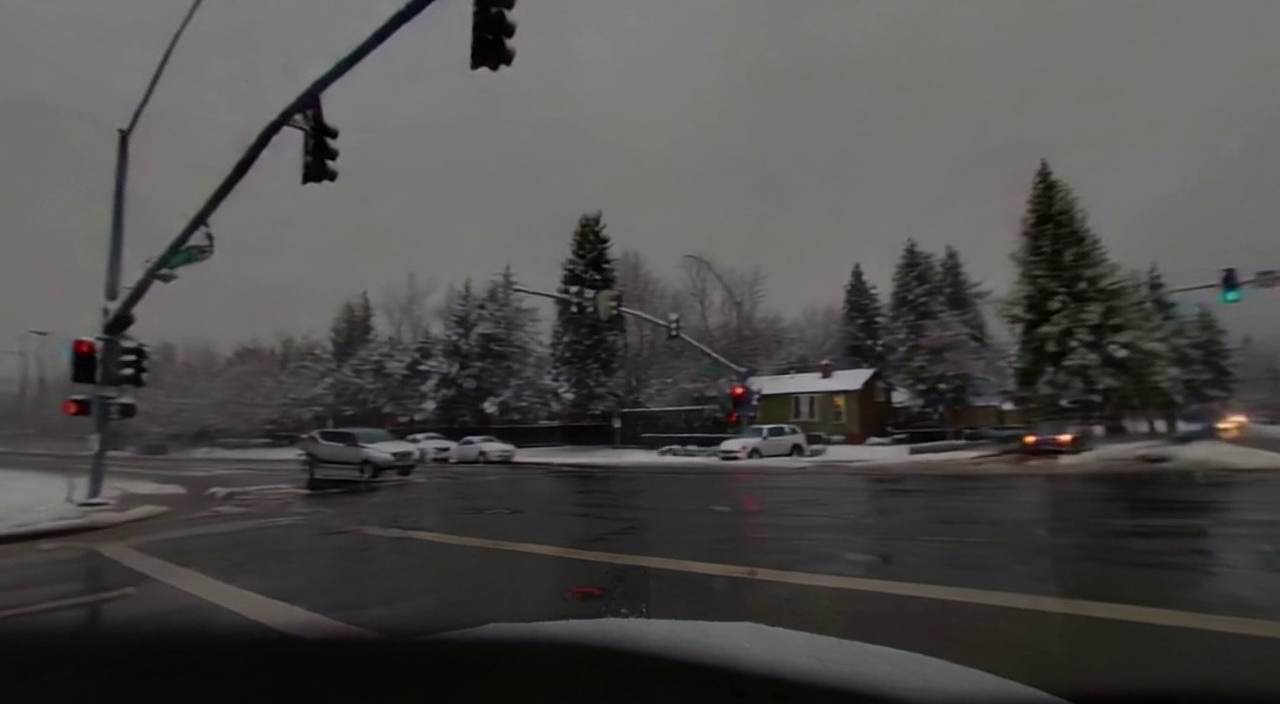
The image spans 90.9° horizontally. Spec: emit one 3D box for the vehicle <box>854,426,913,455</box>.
[{"bbox_3d":[16.556,6.016,42.678,2.248,1.838,4.804,-7,-11,38],"label":"vehicle"}]

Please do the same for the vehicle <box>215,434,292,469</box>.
[{"bbox_3d":[-22.439,5.754,36.545,4.651,1.850,1.963,-6,-10,34],"label":"vehicle"}]

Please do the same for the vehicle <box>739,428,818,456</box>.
[{"bbox_3d":[10.965,7.083,49.648,5.840,2.087,2.737,6,-10,-34],"label":"vehicle"}]

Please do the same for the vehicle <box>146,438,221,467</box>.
[{"bbox_3d":[-29.167,6.418,40.253,4.462,1.734,2.159,-5,-10,31],"label":"vehicle"}]

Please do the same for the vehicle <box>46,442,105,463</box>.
[{"bbox_3d":[-43.588,7.739,48.644,4.489,1.595,1.890,-5,-10,29],"label":"vehicle"}]

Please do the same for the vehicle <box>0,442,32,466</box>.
[{"bbox_3d":[-47.029,7.474,46.383,4.406,1.702,1.943,-5,-10,30],"label":"vehicle"}]

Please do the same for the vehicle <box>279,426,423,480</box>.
[{"bbox_3d":[-11.455,3.941,24.828,5.874,1.897,2.226,-6,-10,33],"label":"vehicle"}]

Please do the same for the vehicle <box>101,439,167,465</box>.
[{"bbox_3d":[-35.482,7.003,44.147,4.465,1.750,2.176,-6,-10,33],"label":"vehicle"}]

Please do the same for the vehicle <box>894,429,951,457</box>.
[{"bbox_3d":[16.592,5.323,36.908,2.039,1.519,4.356,-7,-10,37],"label":"vehicle"}]
